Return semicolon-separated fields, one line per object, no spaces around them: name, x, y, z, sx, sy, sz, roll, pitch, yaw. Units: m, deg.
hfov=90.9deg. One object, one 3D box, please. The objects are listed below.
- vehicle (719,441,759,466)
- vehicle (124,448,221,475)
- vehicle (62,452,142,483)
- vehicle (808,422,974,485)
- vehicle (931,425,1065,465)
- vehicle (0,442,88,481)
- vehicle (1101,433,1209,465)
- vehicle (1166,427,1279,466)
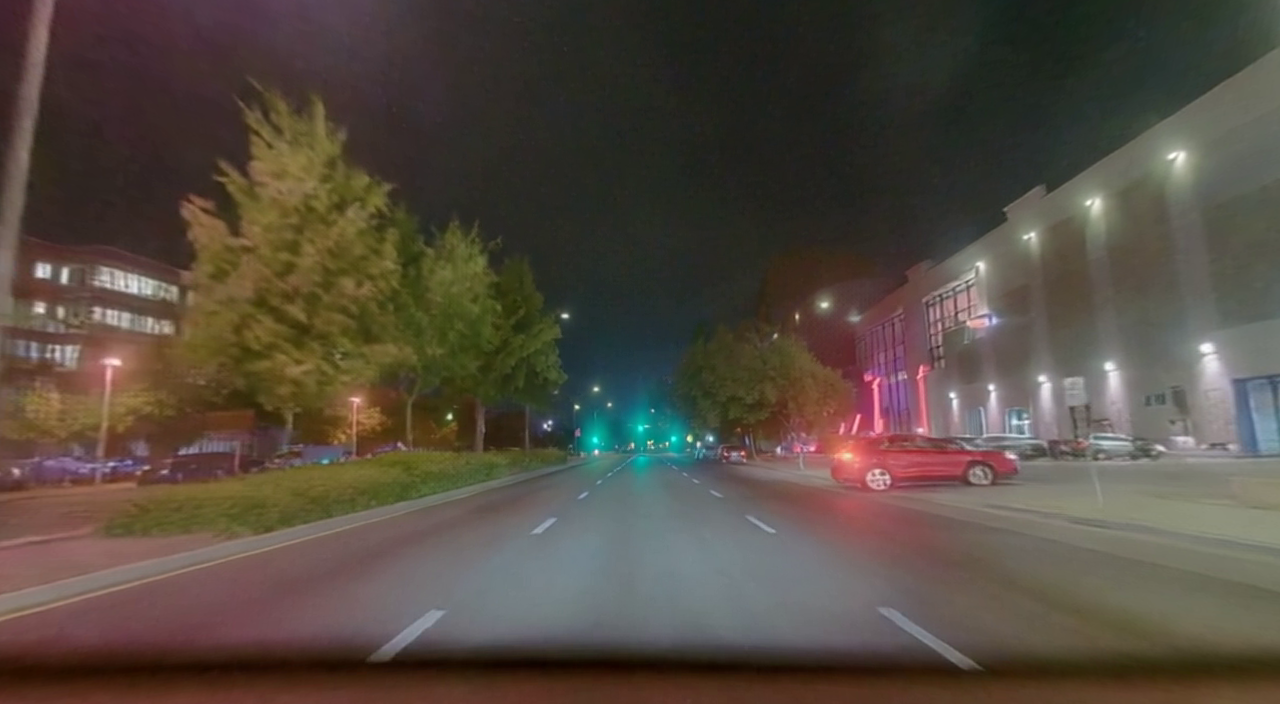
vehicle;7.267;7.504;46.669;2.084;1.736;4.754;0;-8;-1
vehicle;-32.594;7.630;44.053;4.923;1.843;2.179;0;-8;0
vehicle;-38.744;8.311;45.549;1.904;2.047;4.395;0;-8;-2
vehicle;9.116;3.733;23.363;5.329;2.114;2.325;-3;-9;18
vehicle;16.738;4.386;29.709;4.897;1.739;2.259;-1;-8;2
vehicle;-32.963;5.818;33.574;4.895;1.947;2.182;0;-8;-1
vehicle;29.730;5.600;36.488;4.342;1.713;2.036;-1;-8;2
vehicle;29.251;4.655;31.132;4.641;1.816;1.954;0;-8;2
